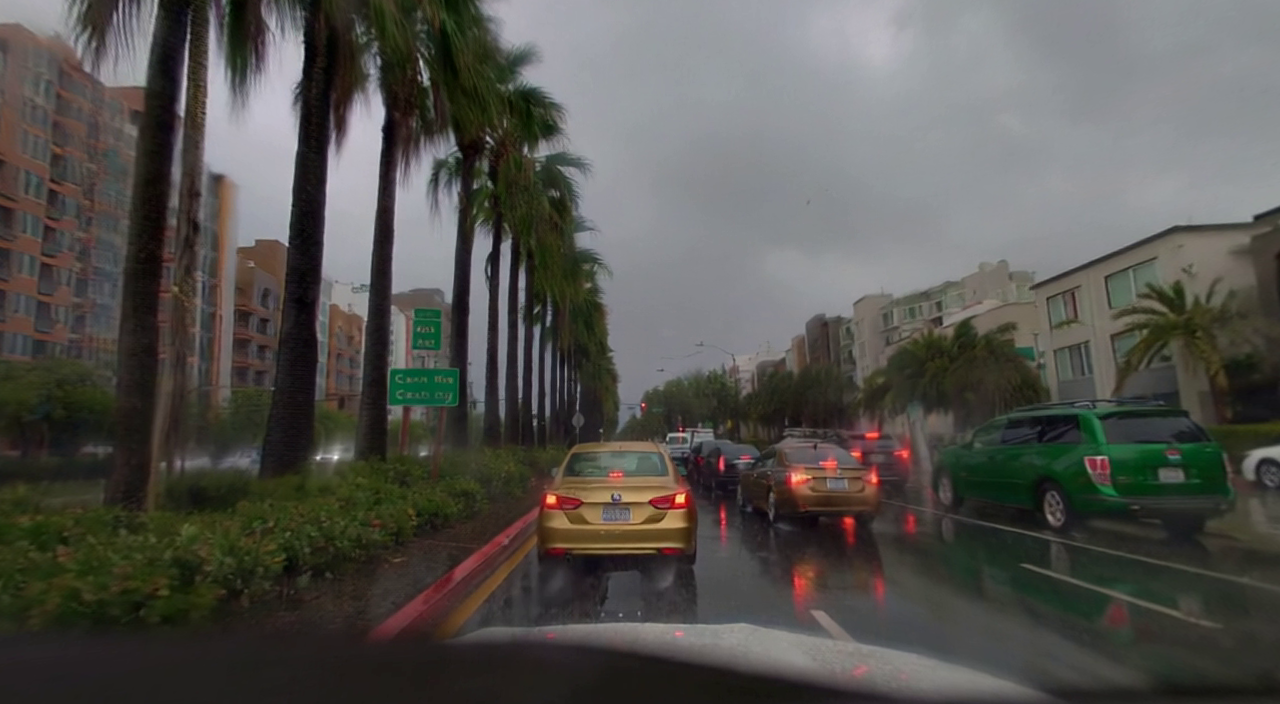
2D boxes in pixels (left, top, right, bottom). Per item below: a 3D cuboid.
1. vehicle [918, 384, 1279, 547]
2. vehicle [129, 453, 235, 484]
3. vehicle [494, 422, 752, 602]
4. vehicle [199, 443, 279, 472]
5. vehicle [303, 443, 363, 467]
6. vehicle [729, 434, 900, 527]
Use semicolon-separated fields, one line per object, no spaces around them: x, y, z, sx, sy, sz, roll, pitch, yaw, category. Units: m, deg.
7.206;1.857;10.925;2.254;2.072;5.577;0;-8;0;vehicle
-23.732;6.012;33.000;1.972;1.425;4.765;0;-8;0;vehicle
-0.155;1.638;7.343;2.158;1.498;3.919;0;-8;0;vehicle
-28.302;7.445;44.836;2.115;1.884;5.481;0;-8;0;vehicle
-23.974;8.044;49.644;2.055;1.759;5.200;0;-8;1;vehicle
3.088;2.368;12.270;1.925;1.451;4.436;0;-8;-2;vehicle
